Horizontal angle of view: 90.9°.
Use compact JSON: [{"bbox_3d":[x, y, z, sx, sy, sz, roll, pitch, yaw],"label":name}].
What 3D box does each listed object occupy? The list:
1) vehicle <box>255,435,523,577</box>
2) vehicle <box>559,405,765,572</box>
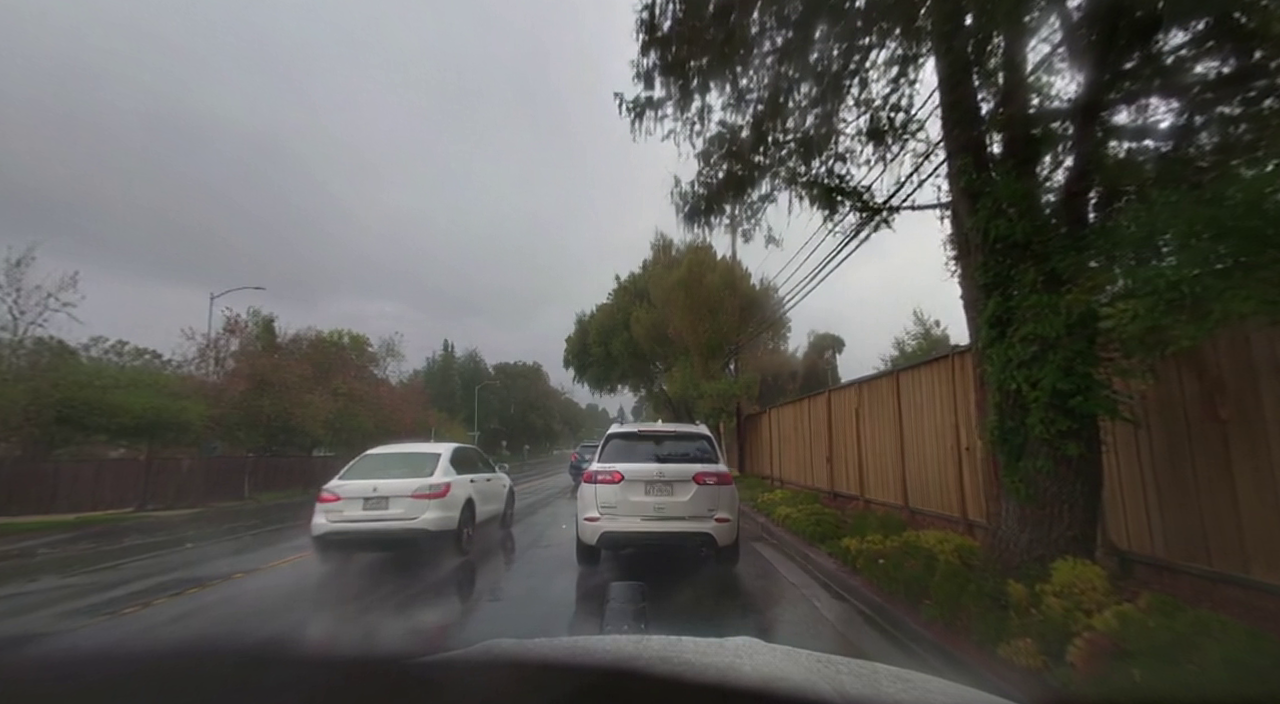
[{"bbox_3d":[-3.044,1.937,8.742,1.979,1.489,4.006,0,-8,1],"label":"vehicle"},{"bbox_3d":[0.227,1.755,8.793,2.174,1.749,4.113,0,-9,0],"label":"vehicle"}]
